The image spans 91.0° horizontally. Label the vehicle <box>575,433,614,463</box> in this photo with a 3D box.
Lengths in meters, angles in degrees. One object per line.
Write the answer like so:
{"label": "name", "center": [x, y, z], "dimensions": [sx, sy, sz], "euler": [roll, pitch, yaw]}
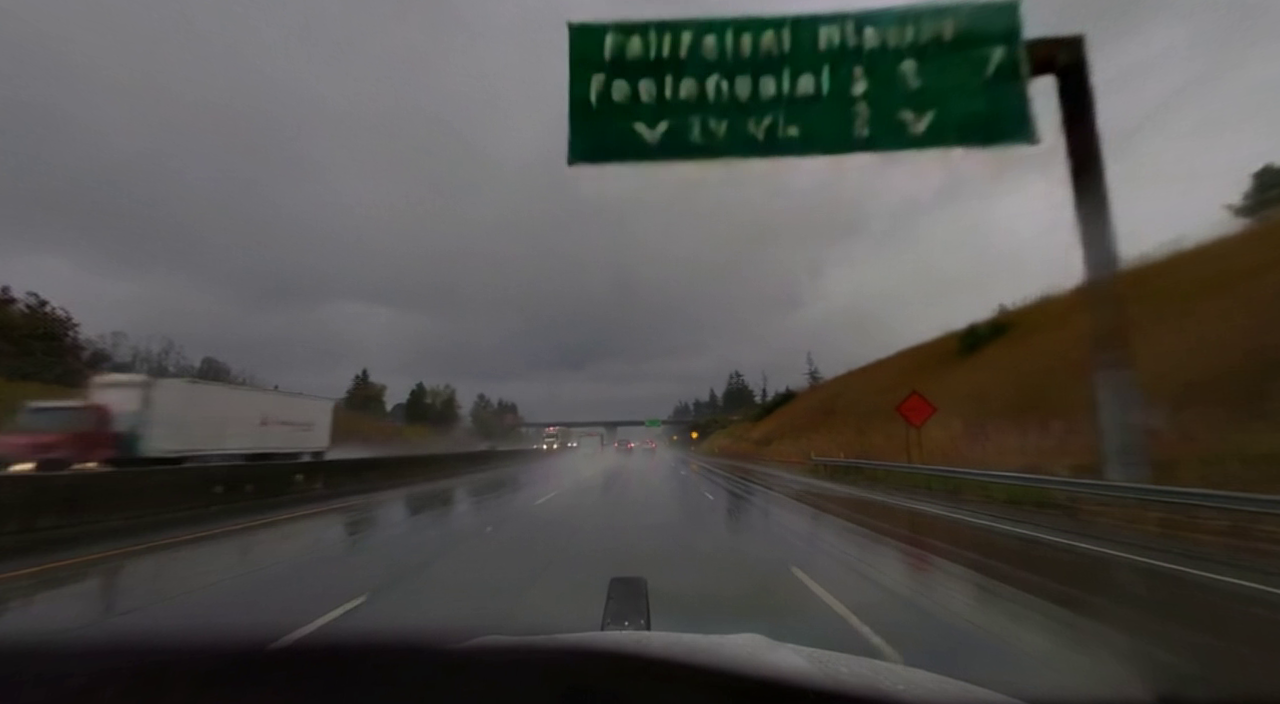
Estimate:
{"label": "vehicle", "center": [-3.094, 6.694, 43.947], "dimensions": [2.286, 2.011, 4.452], "euler": [0, -8, 1]}

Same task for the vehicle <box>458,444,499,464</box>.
{"label": "vehicle", "center": [-12.534, 7.904, 48.970], "dimensions": [1.911, 1.515, 4.508], "euler": [0, -8, 1]}

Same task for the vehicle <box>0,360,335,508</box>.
{"label": "vehicle", "center": [-17.290, 3.313, 24.654], "dimensions": [2.974, 3.996, 15.157], "euler": [0, -8, 0]}
